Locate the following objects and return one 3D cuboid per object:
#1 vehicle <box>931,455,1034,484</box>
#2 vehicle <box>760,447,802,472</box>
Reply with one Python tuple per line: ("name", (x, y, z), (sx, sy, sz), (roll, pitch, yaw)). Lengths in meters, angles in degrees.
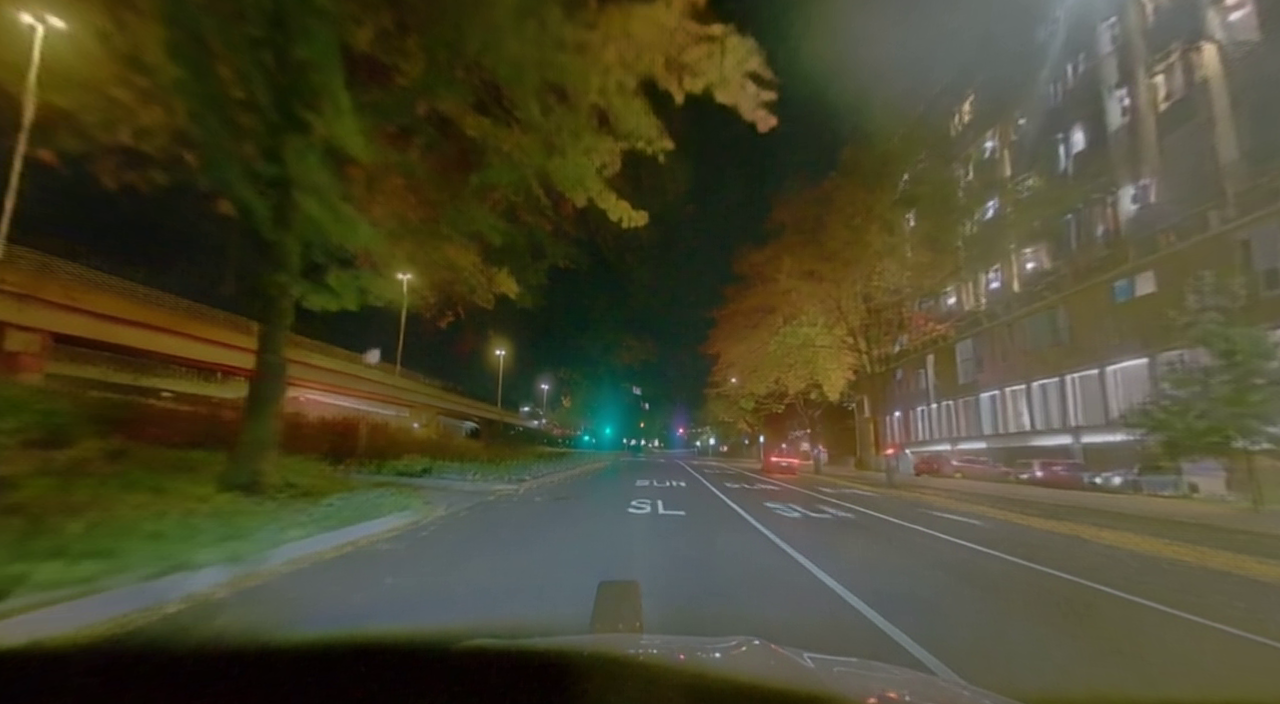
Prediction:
("vehicle", (19.950, 6.869, 36.885), (4.635, 1.552, 2.334), (0, -9, 1))
("vehicle", (10.962, 8.371, 49.262), (2.187, 1.871, 4.576), (0, -9, 0))
